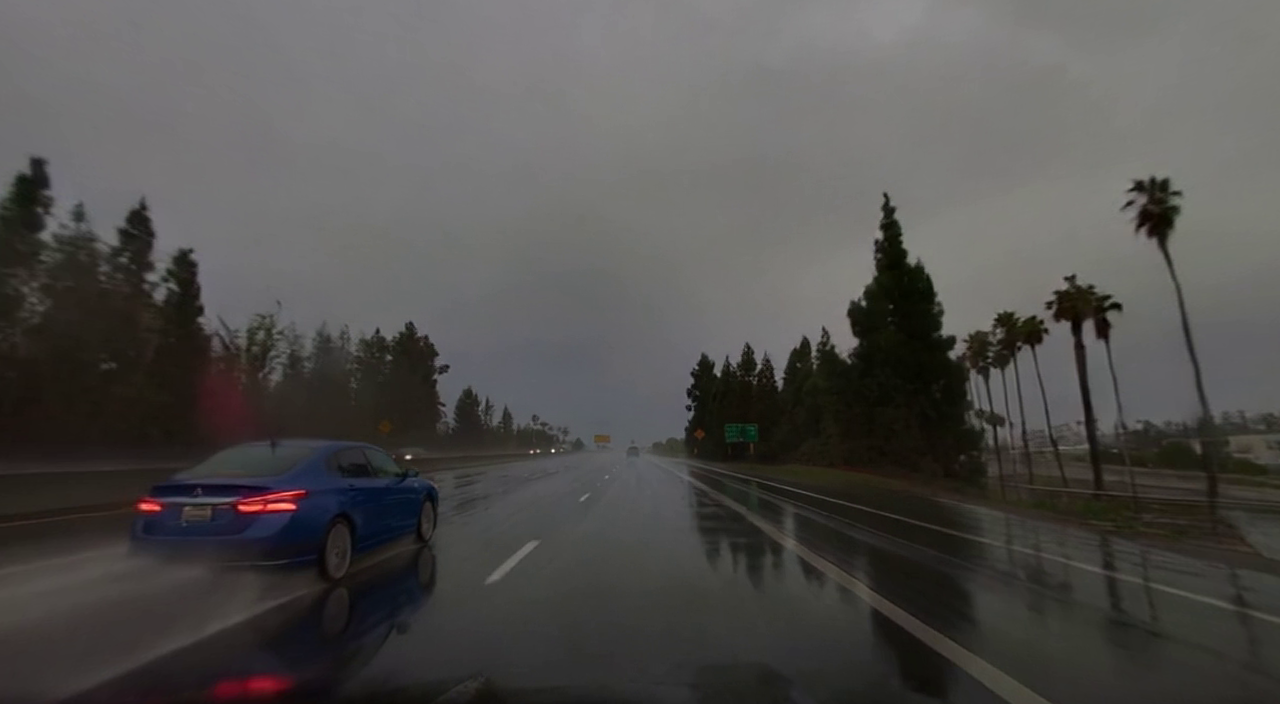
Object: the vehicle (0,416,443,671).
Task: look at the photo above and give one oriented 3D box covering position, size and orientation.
[{"bbox_3d":[-3.817,1.532,6.326,2.092,1.562,4.748,0,-8,1],"label":"vehicle"}]
